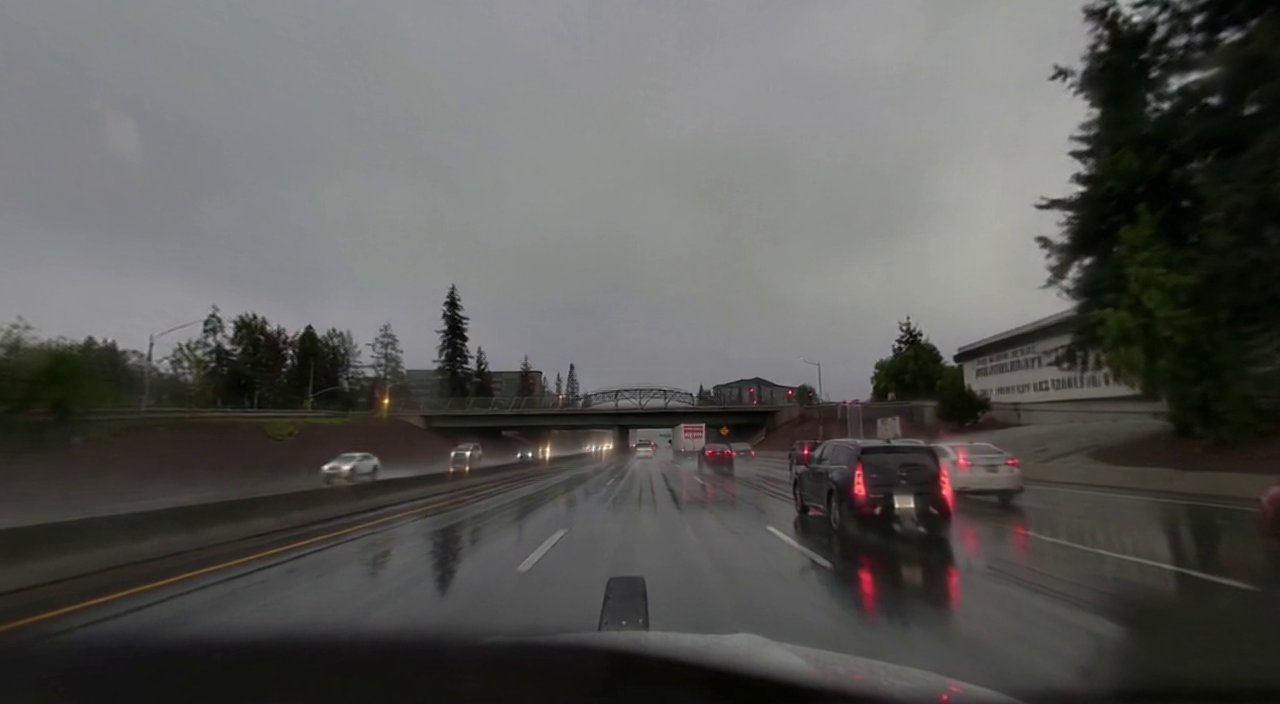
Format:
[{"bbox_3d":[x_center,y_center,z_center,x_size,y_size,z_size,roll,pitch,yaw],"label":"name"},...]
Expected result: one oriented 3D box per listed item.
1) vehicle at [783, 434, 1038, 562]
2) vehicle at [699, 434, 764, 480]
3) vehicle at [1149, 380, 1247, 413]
[{"bbox_3d":[3.694,2.046,9.687,1.902,1.481,4.451,0,-8,-1],"label":"vehicle"},{"bbox_3d":[3.963,4.617,28.075,2.086,1.858,4.737,0,-8,-1],"label":"vehicle"},{"bbox_3d":[35.422,2.905,40.213,2.024,1.757,4.696,0,-8,2],"label":"vehicle"}]
